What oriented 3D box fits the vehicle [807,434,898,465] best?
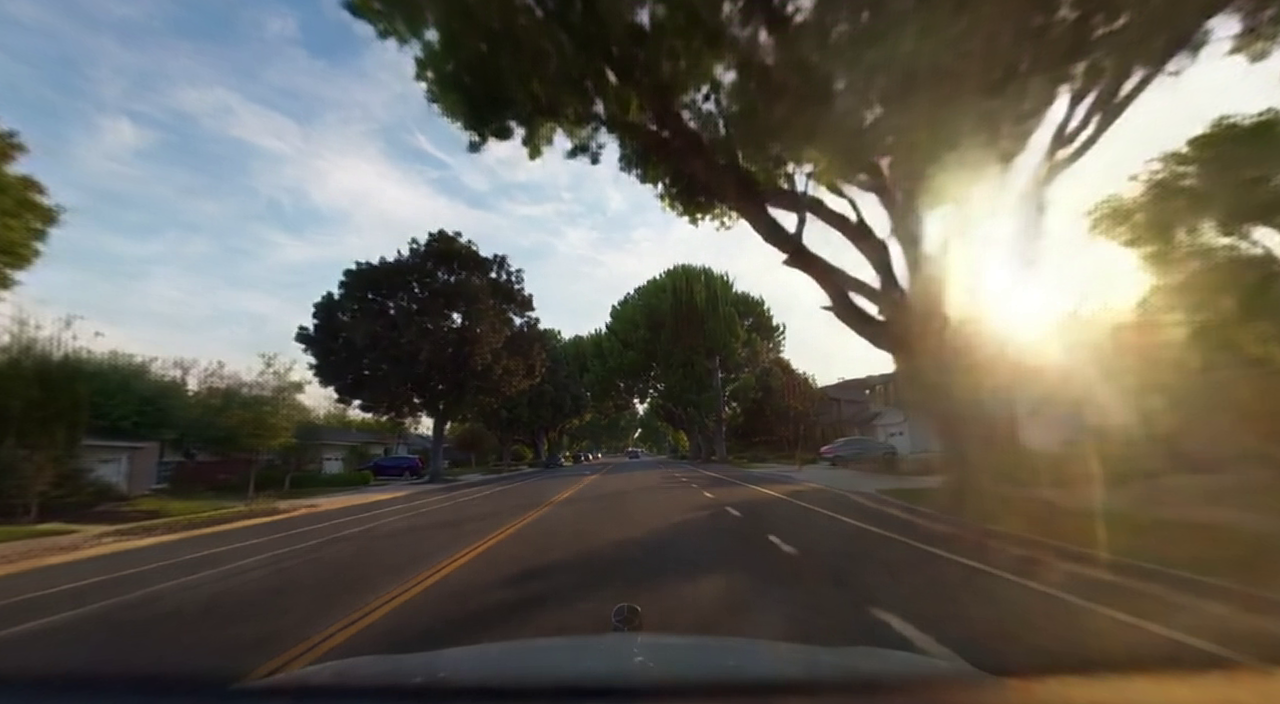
[{"bbox_3d":[11.985,5.509,35.745,4.392,1.685,1.959,0,-9,-4],"label":"vehicle"}]

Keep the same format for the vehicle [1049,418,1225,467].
[{"bbox_3d":[16.880,3.148,21.686,1.867,1.390,4.234,2,-10,-34],"label":"vehicle"}]

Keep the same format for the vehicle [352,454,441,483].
[{"bbox_3d":[-15.657,7.467,40.725,4.859,1.780,2.031,-1,-9,2],"label":"vehicle"}]
